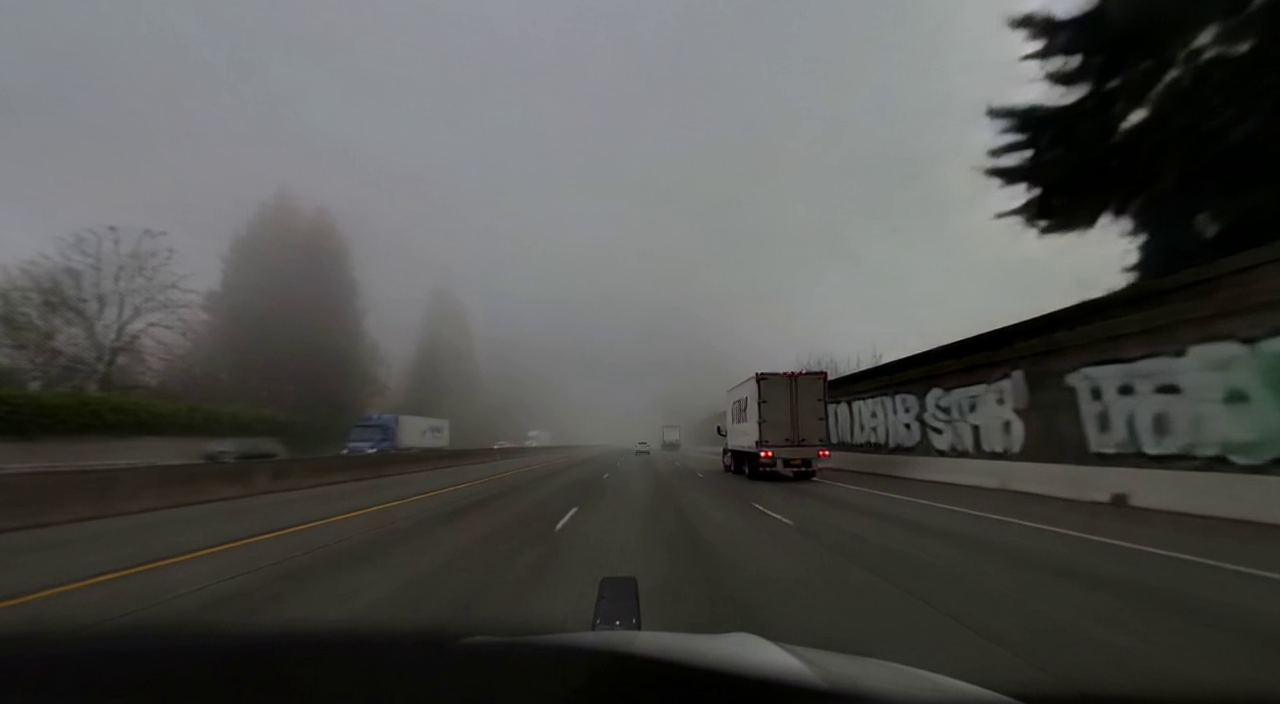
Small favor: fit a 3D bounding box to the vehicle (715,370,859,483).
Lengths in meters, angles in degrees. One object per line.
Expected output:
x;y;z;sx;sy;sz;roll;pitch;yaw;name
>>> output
5.197;3.035;24.889;2.949;3.470;10.539;0;-8;-1;vehicle
